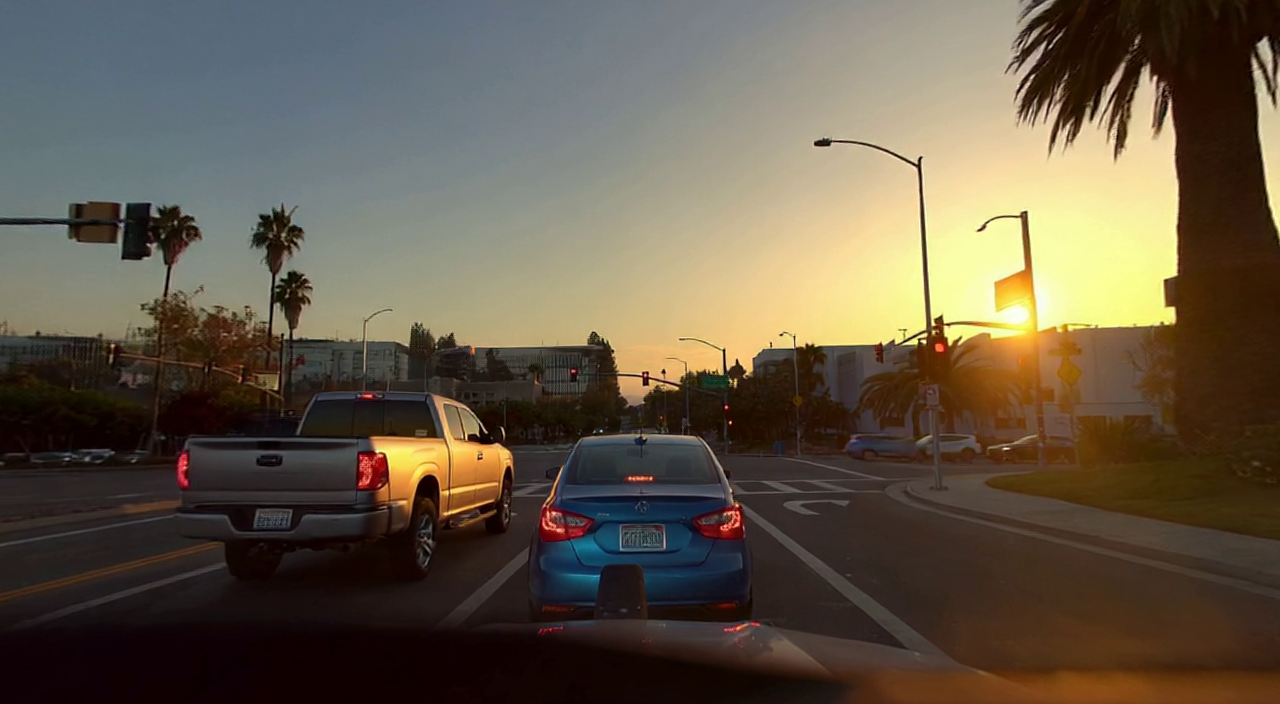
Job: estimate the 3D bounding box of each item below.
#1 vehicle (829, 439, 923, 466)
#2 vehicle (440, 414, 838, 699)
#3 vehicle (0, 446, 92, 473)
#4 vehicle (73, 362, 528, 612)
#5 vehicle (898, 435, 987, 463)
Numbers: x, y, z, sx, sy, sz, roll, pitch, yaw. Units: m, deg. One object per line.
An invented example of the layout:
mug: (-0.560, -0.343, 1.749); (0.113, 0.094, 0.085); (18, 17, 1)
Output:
vehicle: (13.628, 5.836, 36.586); (4.862, 1.481, 2.275); (-2, -9, 16)
vehicle: (0.026, 1.400, 5.501); (2.122, 1.501, 4.152); (0, -8, 1)
vehicle: (-37.125, 6.632, 38.835); (4.576, 1.617, 1.937); (0, -8, 2)
vehicle: (-3.239, 1.481, 7.897); (2.330, 1.969, 5.626); (-1, -8, 3)
vehicle: (18.852, 6.079, 39.283); (4.466, 1.717, 1.963); (0, -8, 3)
